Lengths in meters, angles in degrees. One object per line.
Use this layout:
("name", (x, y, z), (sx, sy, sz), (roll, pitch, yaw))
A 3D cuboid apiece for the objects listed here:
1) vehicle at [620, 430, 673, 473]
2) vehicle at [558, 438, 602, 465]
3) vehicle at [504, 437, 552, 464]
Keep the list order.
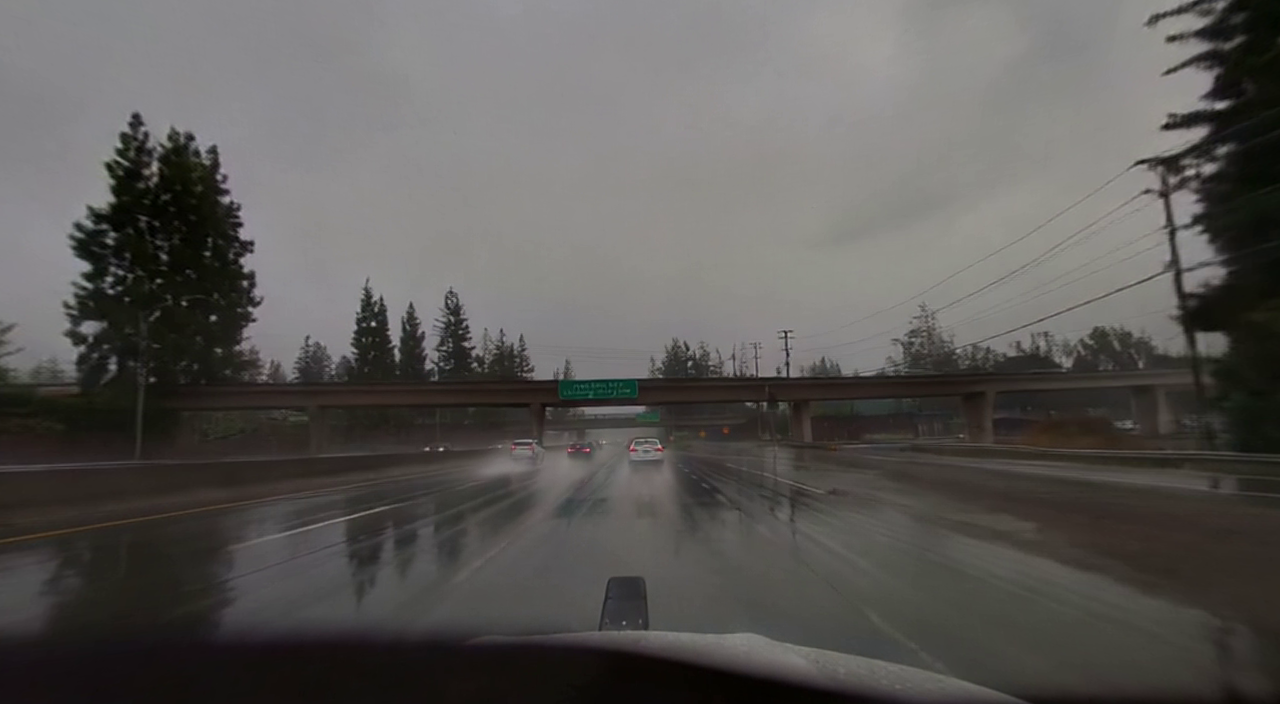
("vehicle", (0.268, 4.347, 27.763), (2.152, 1.697, 4.066), (0, -8, 0))
("vehicle", (-3.405, 5.795, 36.880), (2.056, 1.464, 4.564), (0, -8, 1))
("vehicle", (-7.249, 6.414, 41.362), (2.139, 1.653, 4.614), (0, -8, 2))
